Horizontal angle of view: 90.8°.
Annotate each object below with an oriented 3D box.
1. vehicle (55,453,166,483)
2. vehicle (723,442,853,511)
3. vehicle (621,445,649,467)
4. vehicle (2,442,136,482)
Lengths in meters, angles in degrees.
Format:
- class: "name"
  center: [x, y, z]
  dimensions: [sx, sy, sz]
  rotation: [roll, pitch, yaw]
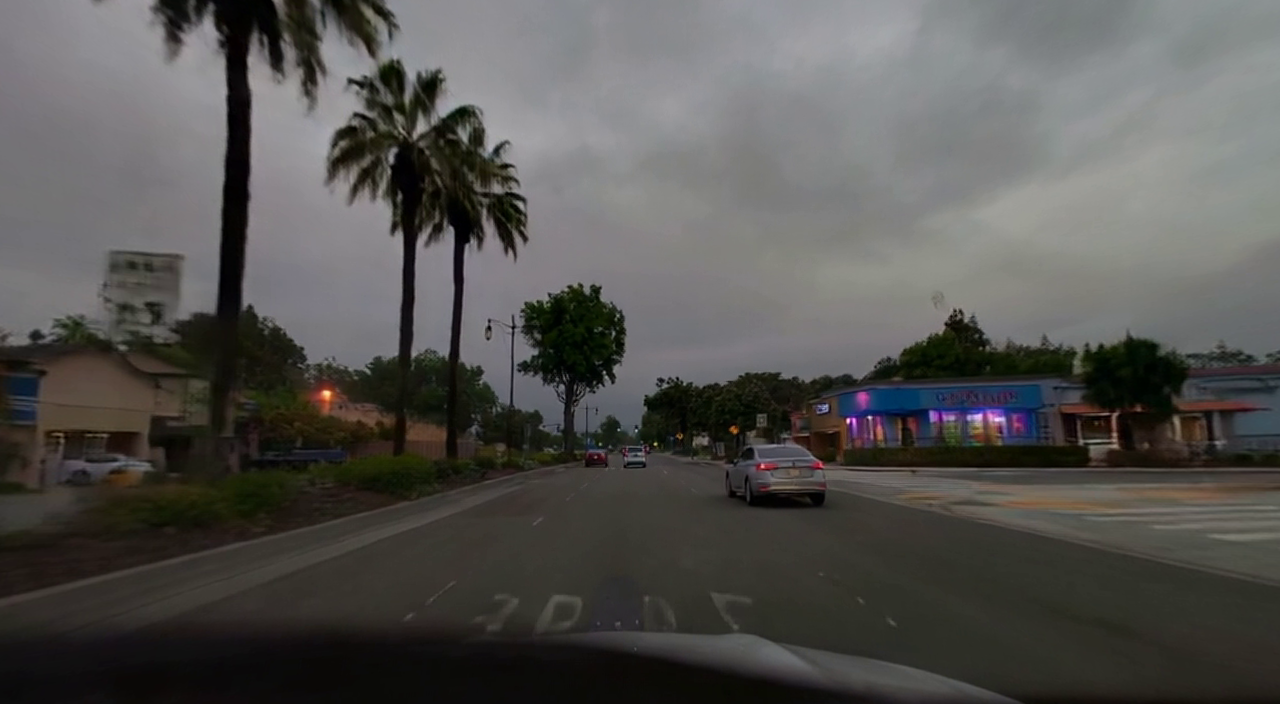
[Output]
- class: "vehicle"
  center: [-29.162, 6.402, 35.028]
  dimensions: [1.958, 1.476, 4.576]
  rotation: [-2, -10, 5]
- class: "vehicle"
  center: [3.553, 3.082, 16.186]
  dimensions: [2.090, 1.503, 4.566]
  rotation: [0, -9, -2]
- class: "vehicle"
  center: [-0.414, 8.013, 48.882]
  dimensions: [2.102, 1.653, 3.698]
  rotation: [0, -9, -1]
- class: "vehicle"
  center: [-31.995, 6.173, 35.760]
  dimensions: [2.210, 2.068, 5.774]
  rotation: [0, -9, -1]
